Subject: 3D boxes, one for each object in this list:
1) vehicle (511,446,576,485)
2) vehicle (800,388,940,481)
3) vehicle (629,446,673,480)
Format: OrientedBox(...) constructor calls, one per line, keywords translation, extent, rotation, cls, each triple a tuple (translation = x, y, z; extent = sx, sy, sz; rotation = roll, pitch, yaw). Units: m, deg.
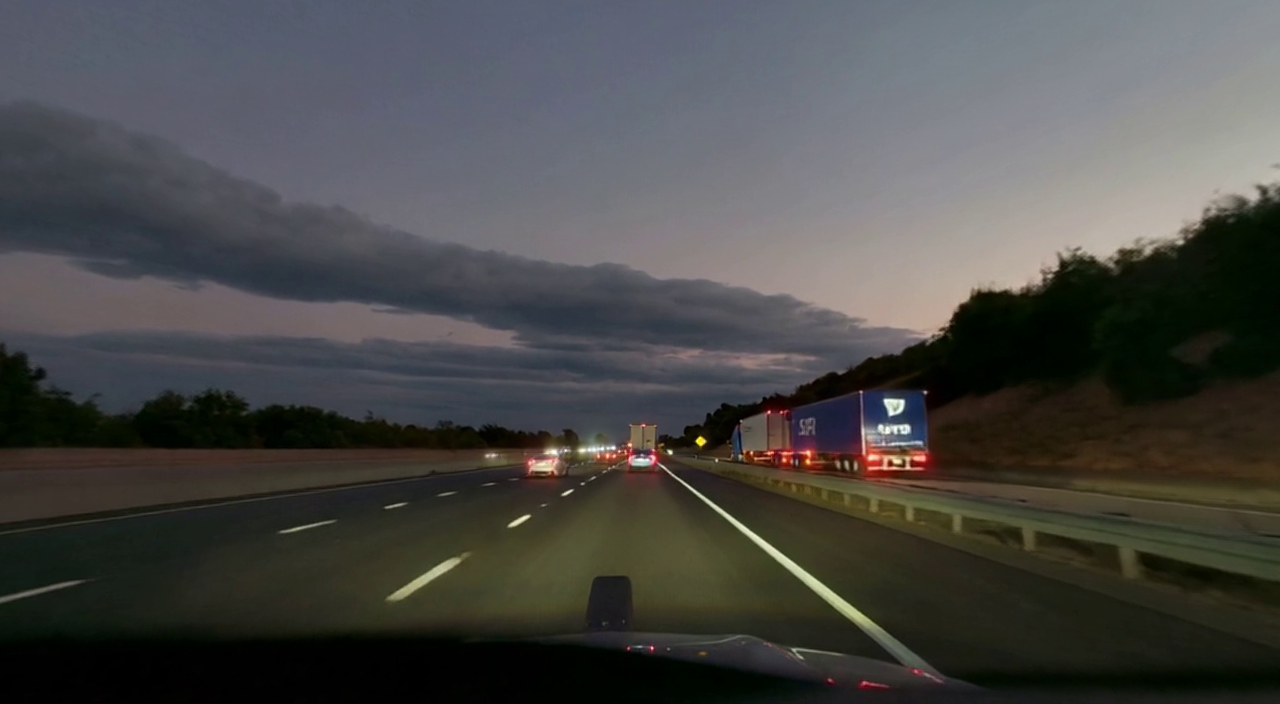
OrientedBox(translation=(-3.986, 4.777, 26.876), extent=(2.018, 1.504, 4.431), rotation=(0, -9, 1), cls="vehicle")
OrientedBox(translation=(11.886, 4.677, 34.713), extent=(2.926, 4.094, 13.856), rotation=(0, -9, 2), cls="vehicle")
OrientedBox(translation=(0.463, 5.265, 30.034), extent=(1.991, 1.507, 3.391), rotation=(0, -9, -1), cls="vehicle")
